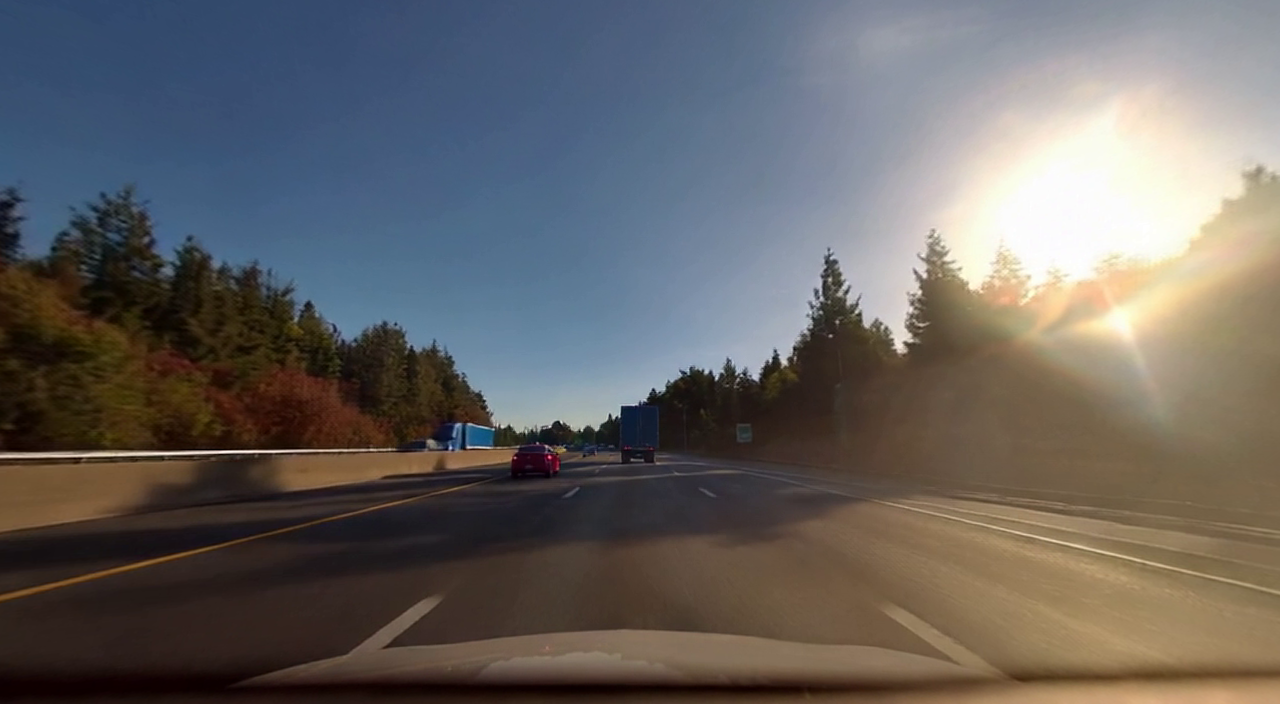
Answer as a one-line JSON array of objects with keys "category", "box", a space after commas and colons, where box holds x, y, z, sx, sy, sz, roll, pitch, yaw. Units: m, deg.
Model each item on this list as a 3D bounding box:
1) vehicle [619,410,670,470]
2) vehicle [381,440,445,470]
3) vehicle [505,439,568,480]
[{"category": "vehicle", "box": [0.110, 6.059, 42.904, 2.893, 3.628, 9.081, 1, -9, -3]}, {"category": "vehicle", "box": [-12.818, 5.841, 35.956, 2.053, 1.578, 4.456, 0, -9, -1]}, {"category": "vehicle", "box": [-4.306, 4.540, 26.883, 1.977, 1.602, 3.944, 0, -9, 0]}]
